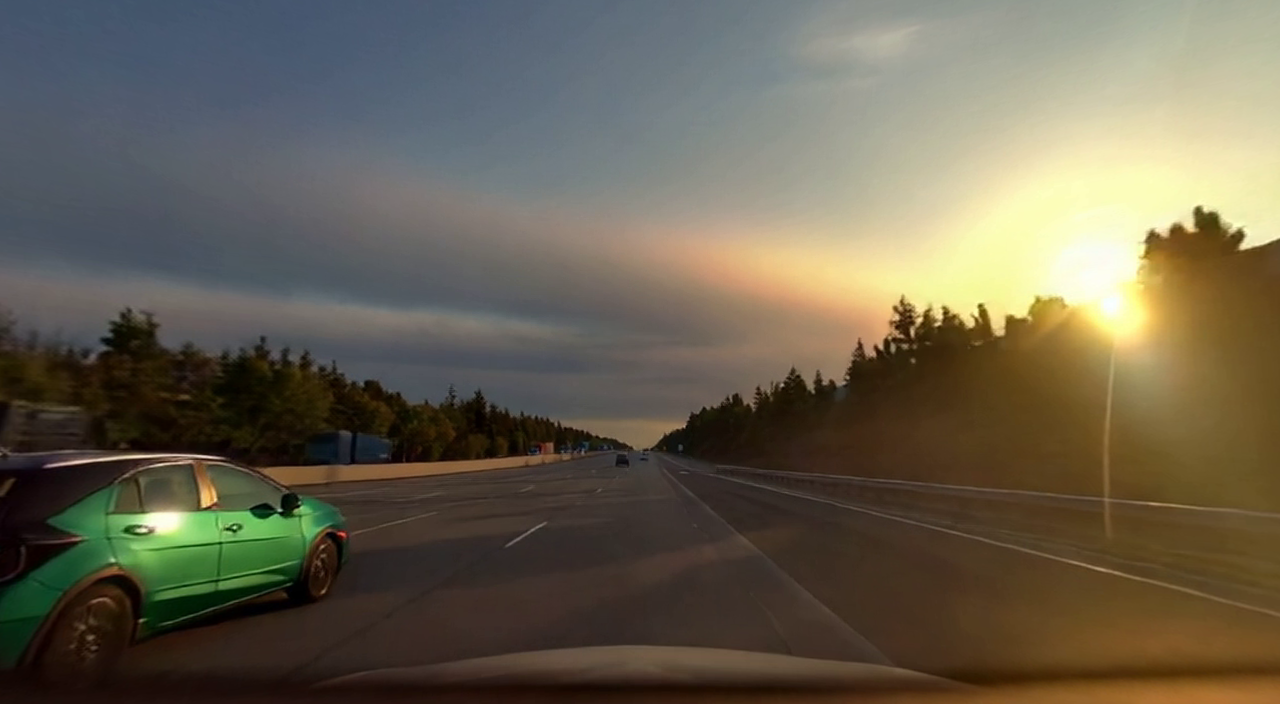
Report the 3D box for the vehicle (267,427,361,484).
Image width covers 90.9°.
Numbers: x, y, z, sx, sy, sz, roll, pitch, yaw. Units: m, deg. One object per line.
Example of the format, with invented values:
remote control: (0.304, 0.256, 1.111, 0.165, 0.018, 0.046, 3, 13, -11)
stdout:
vehicle: (-22.133, 7.074, 43.237, 2.990, 3.635, 6.002, 0, -9, 2)
